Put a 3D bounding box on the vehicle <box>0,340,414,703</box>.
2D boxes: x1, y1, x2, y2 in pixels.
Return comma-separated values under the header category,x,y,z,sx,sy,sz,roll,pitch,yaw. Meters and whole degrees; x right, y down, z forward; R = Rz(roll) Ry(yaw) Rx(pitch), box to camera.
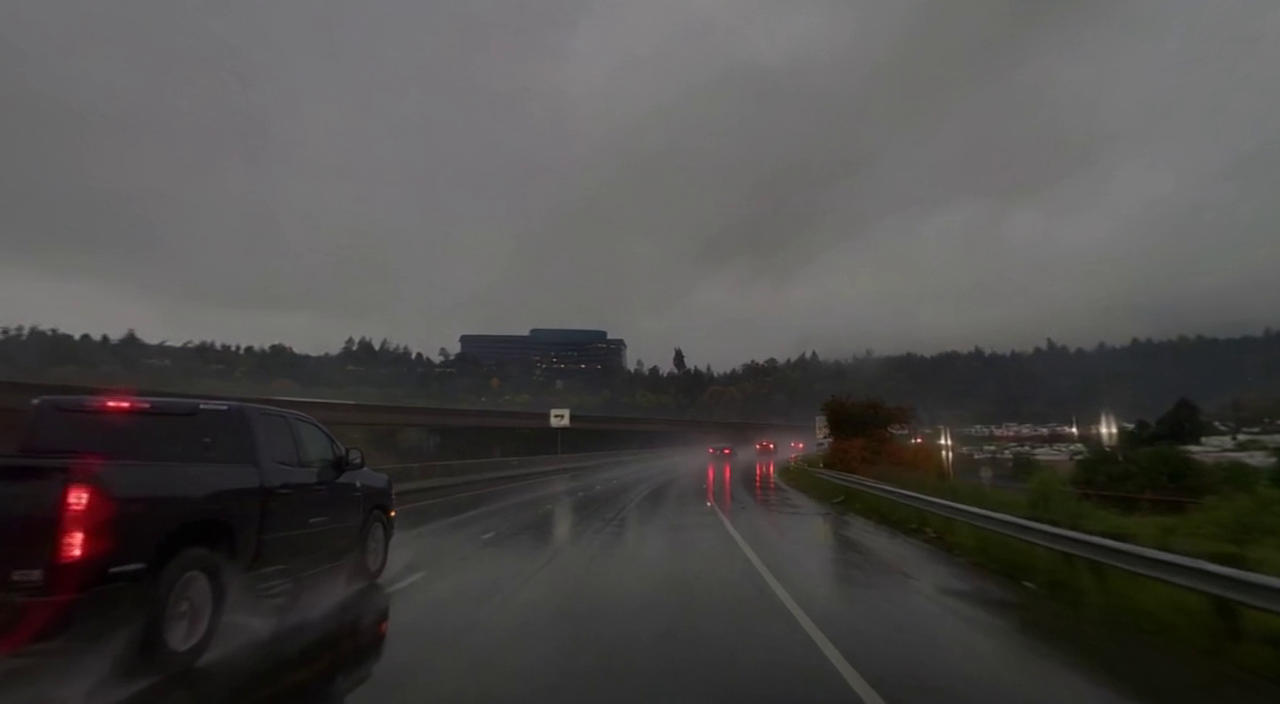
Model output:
category,x,y,z,sx,sy,sz,roll,pitch,yaw
vehicle,-3.435,1.028,3.961,2.106,1.640,4.853,0,-9,2
